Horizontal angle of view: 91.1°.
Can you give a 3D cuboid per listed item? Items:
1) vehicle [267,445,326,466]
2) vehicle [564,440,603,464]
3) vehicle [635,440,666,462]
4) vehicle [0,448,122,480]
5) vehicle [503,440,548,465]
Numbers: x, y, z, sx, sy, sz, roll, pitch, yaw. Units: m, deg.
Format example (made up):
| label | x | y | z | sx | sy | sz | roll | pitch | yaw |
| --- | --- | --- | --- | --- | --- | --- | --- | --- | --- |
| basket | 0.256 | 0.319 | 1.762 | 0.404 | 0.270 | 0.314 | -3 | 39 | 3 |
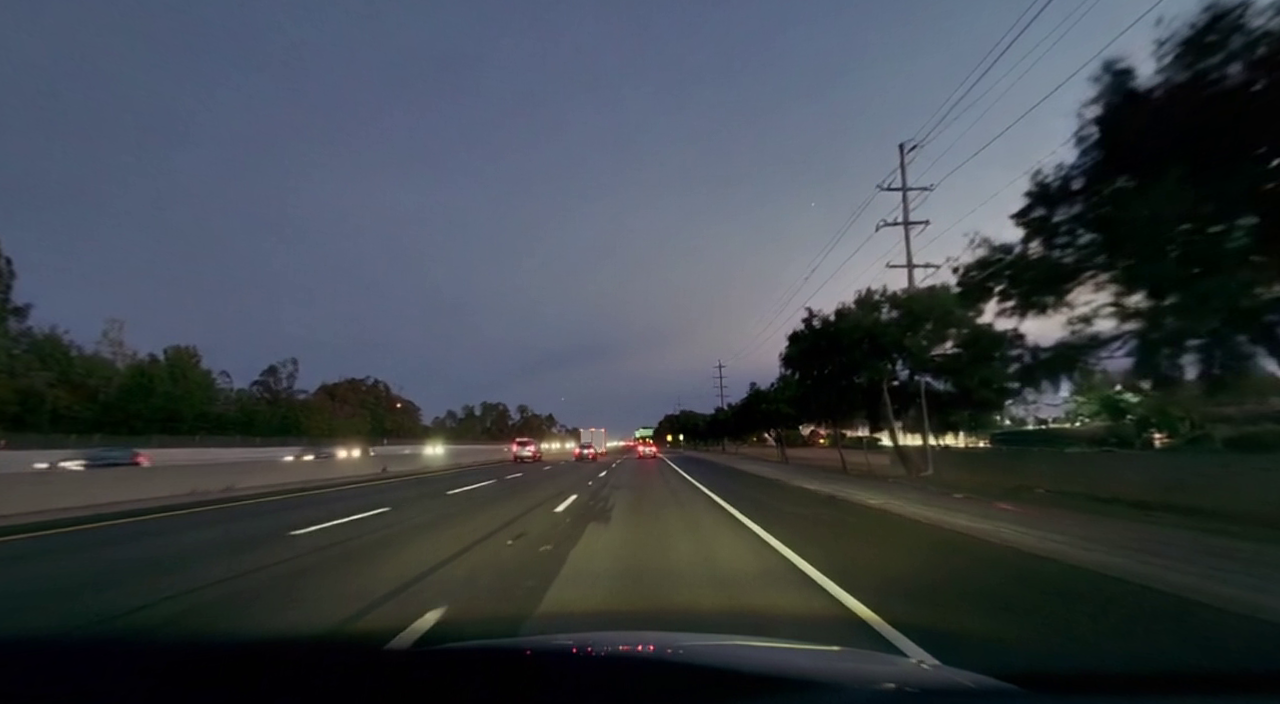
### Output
| label | x | y | z | sx | sy | sz | roll | pitch | yaw |
| --- | --- | --- | --- | --- | --- | --- | --- | --- | --- |
| vehicle | -25.020 | 7.562 | 45.883 | 1.787 | 1.432 | 4.287 | 0 | -8 | 1 |
| vehicle | -3.544 | 6.385 | 40.207 | 2.046 | 1.478 | 4.111 | 0 | -8 | 1 |
| vehicle | 0.707 | 6.831 | 43.412 | 2.057 | 1.453 | 3.926 | 0 | -8 | 1 |
| vehicle | -29.219 | 5.626 | 31.831 | 1.901 | 1.468 | 4.681 | 0 | -8 | 0 |
| vehicle | -7.079 | 6.246 | 39.244 | 1.936 | 1.497 | 4.251 | 0 | -8 | 1 |
